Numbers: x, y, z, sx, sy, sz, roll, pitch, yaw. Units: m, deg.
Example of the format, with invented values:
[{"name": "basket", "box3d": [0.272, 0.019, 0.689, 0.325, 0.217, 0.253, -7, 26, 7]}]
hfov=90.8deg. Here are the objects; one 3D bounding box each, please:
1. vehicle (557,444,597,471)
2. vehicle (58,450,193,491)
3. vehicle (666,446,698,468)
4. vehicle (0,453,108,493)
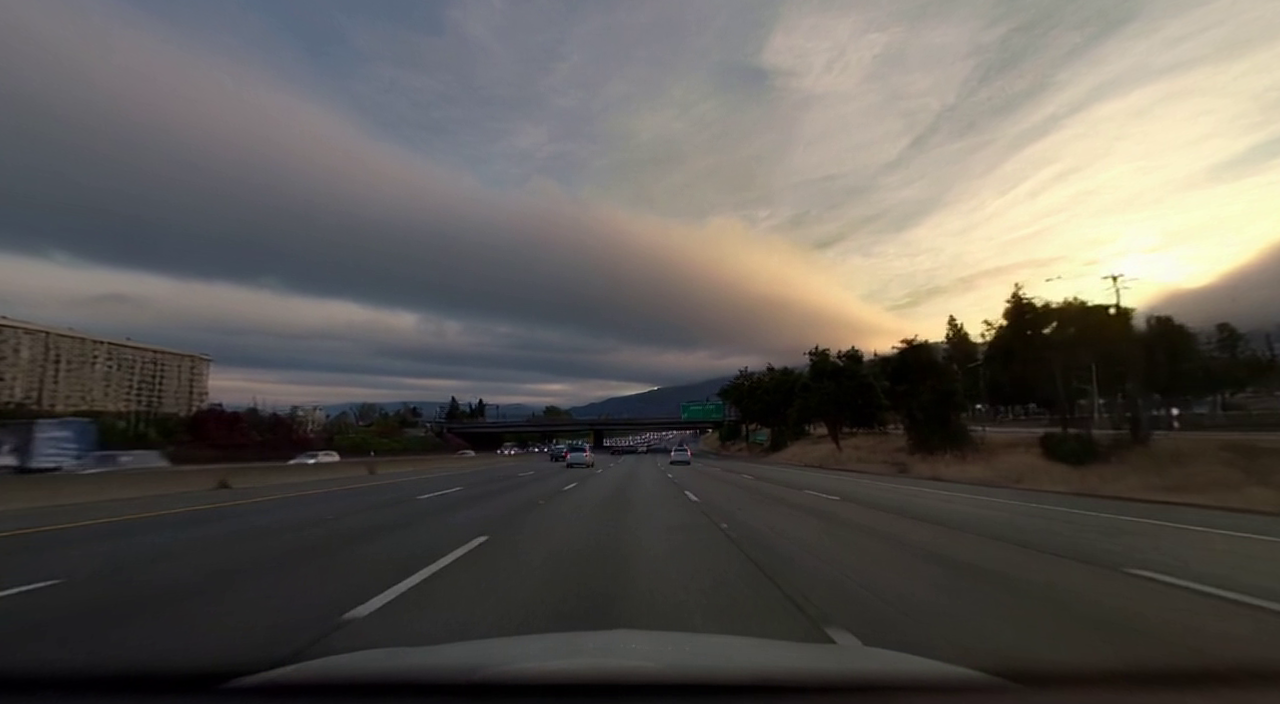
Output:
[{"name": "vehicle", "box3d": [-4.156, 7.025, 42.419, 2.179, 1.693, 4.204, 0, -9, 1]}, {"name": "vehicle", "box3d": [-23.940, 5.503, 29.719, 2.135, 1.714, 5.019, 0, -9, 0]}, {"name": "vehicle", "box3d": [3.042, 7.685, 46.432, 1.967, 1.475, 4.080, 0, -9, -2]}, {"name": "vehicle", "box3d": [-27.445, 5.512, 29.075, 1.913, 1.638, 4.524, 0, -9, 0]}]
